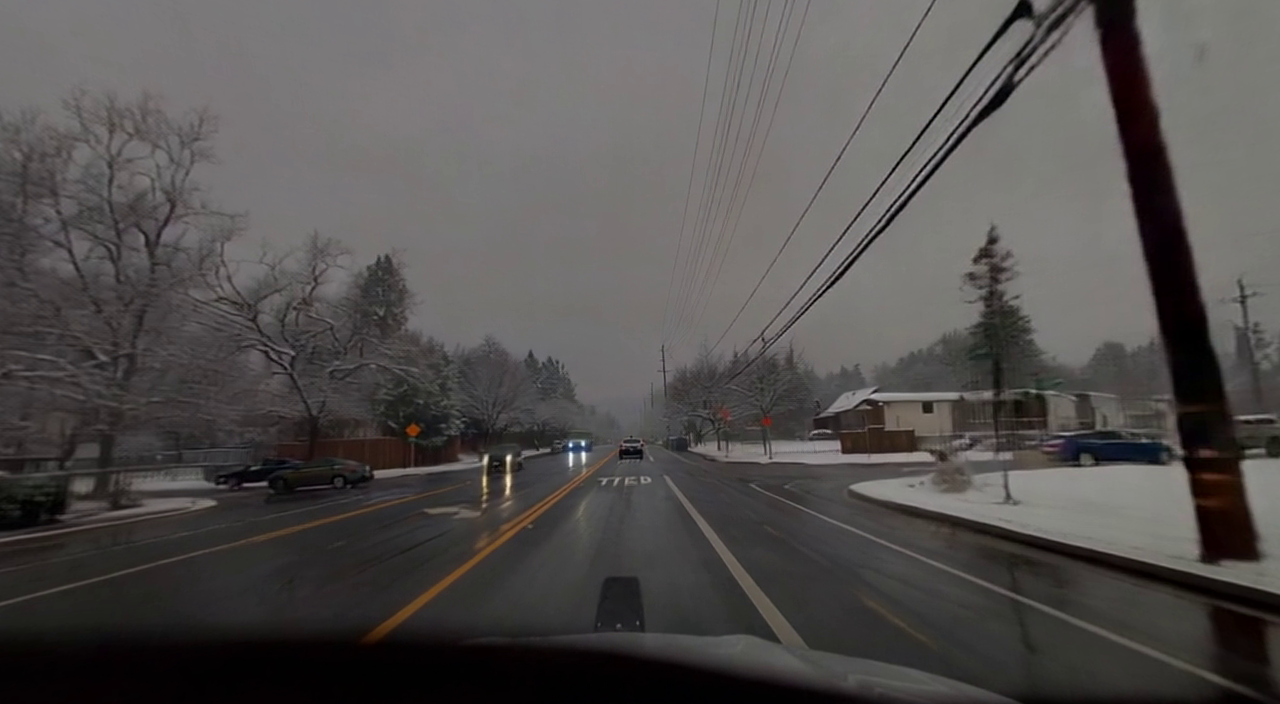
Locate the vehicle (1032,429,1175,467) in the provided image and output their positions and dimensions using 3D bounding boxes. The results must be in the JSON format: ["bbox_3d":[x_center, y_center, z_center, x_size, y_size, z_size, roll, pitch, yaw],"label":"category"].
[{"bbox_3d":[18.735,3.894,25.686,4.292,1.489,1.895,0,-9,-1],"label":"vehicle"}]

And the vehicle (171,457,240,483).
[{"bbox_3d":[-28.180,7.623,41.123,1.806,1.503,3.853,0,-9,-2],"label":"vehicle"}]

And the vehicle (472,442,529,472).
[{"bbox_3d":[-7.306,5.522,33.522,2.034,1.464,4.438,0,-9,0],"label":"vehicle"}]

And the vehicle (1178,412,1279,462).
[{"bbox_3d":[25.411,3.485,25.903,4.597,1.961,2.087,0,-9,2],"label":"vehicle"}]

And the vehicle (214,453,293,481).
[{"bbox_3d":[-25.287,7.505,41.573,1.932,1.627,4.948,0,-9,1],"label":"vehicle"}]

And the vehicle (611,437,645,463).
[{"bbox_3d":[-0.673,5.731,37.113,1.877,1.448,3.830,0,-9,0],"label":"vehicle"}]

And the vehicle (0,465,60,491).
[{"bbox_3d":[-39.963,8.032,40.523,1.728,1.456,3.782,-1,-9,3],"label":"vehicle"}]

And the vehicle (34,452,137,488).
[{"bbox_3d":[-36.527,7.753,41.804,2.162,2.070,5.031,-2,-8,1],"label":"vehicle"}]

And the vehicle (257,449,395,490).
[{"bbox_3d":[-14.137,5.292,28.698,5.190,1.502,2.085,-3,-8,-1],"label":"vehicle"}]
